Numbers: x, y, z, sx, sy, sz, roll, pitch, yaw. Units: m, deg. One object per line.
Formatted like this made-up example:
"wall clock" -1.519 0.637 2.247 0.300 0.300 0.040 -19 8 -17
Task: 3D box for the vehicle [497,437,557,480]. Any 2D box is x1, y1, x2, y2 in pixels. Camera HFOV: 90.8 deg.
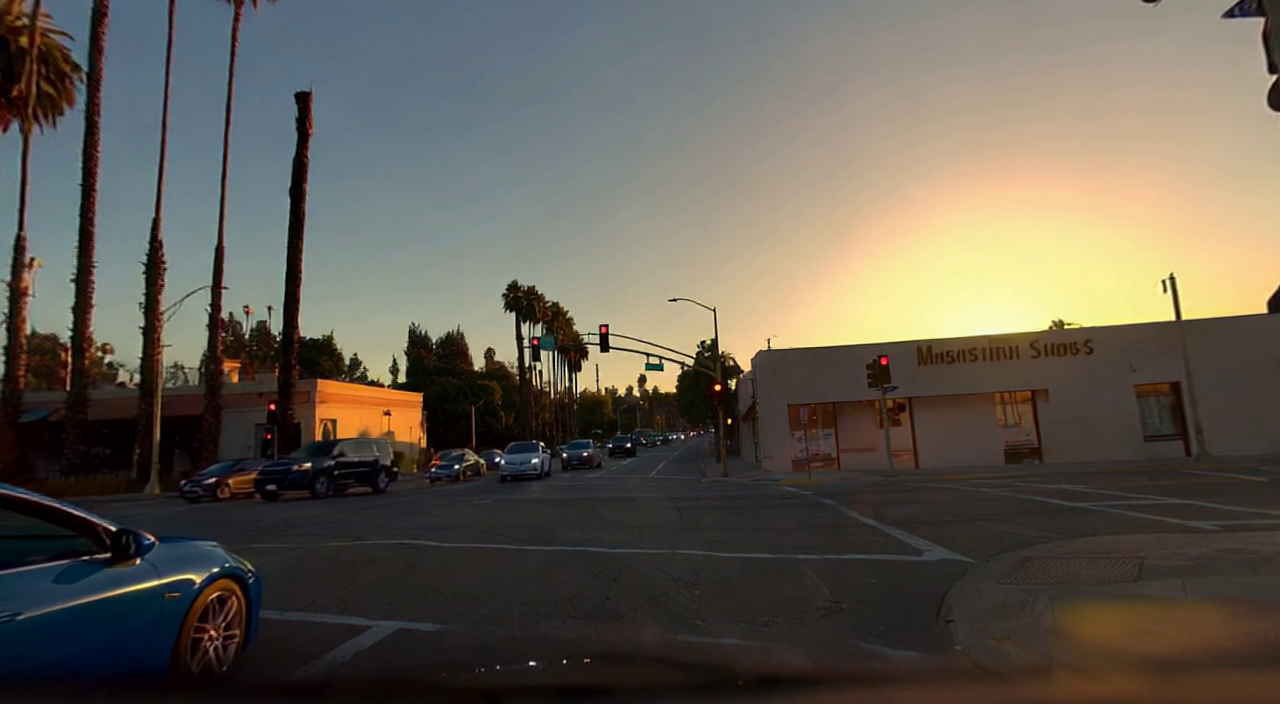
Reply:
"vehicle" -4.873 4.678 27.916 2.092 1.709 4.775 0 -9 -4

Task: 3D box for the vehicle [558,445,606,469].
"vehicle" -3.759 6.925 41.935 1.839 1.468 4.549 -2 -9 13

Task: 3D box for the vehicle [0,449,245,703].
"vehicle" -3.712 1.020 2.245 1.850 1.325 4.295 0 -9 0

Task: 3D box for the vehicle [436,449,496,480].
"vehicle" -11.170 7.223 40.913 1.870 1.705 4.426 -7 -10 11

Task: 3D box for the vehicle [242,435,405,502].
"vehicle" -9.745 3.632 20.150 2.152 1.825 5.406 -1 -9 3

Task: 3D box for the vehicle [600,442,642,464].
"vehicle" -1.431 7.919 49.524 2.072 1.613 4.386 -3 -9 15
